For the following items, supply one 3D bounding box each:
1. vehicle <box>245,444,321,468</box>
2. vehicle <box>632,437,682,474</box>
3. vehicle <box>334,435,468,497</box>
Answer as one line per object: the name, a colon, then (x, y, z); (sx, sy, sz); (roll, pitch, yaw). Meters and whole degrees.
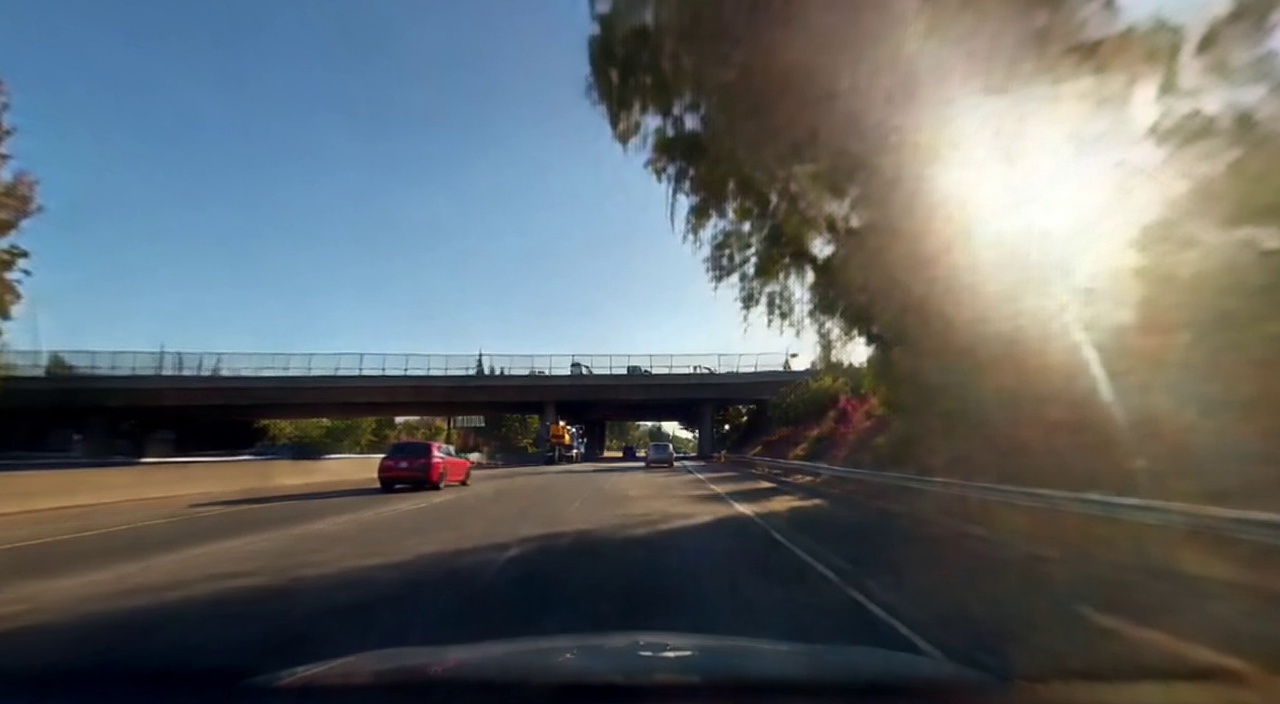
vehicle: (-24.212, 7.055, 43.069); (1.950, 1.527, 5.235); (0, -8, 2)
vehicle: (0.855, 5.167, 31.713); (2.336, 1.722, 4.212); (0, -8, 2)
vehicle: (-6.986, 3.369, 19.089); (2.115, 1.644, 4.513); (0, -8, 3)
